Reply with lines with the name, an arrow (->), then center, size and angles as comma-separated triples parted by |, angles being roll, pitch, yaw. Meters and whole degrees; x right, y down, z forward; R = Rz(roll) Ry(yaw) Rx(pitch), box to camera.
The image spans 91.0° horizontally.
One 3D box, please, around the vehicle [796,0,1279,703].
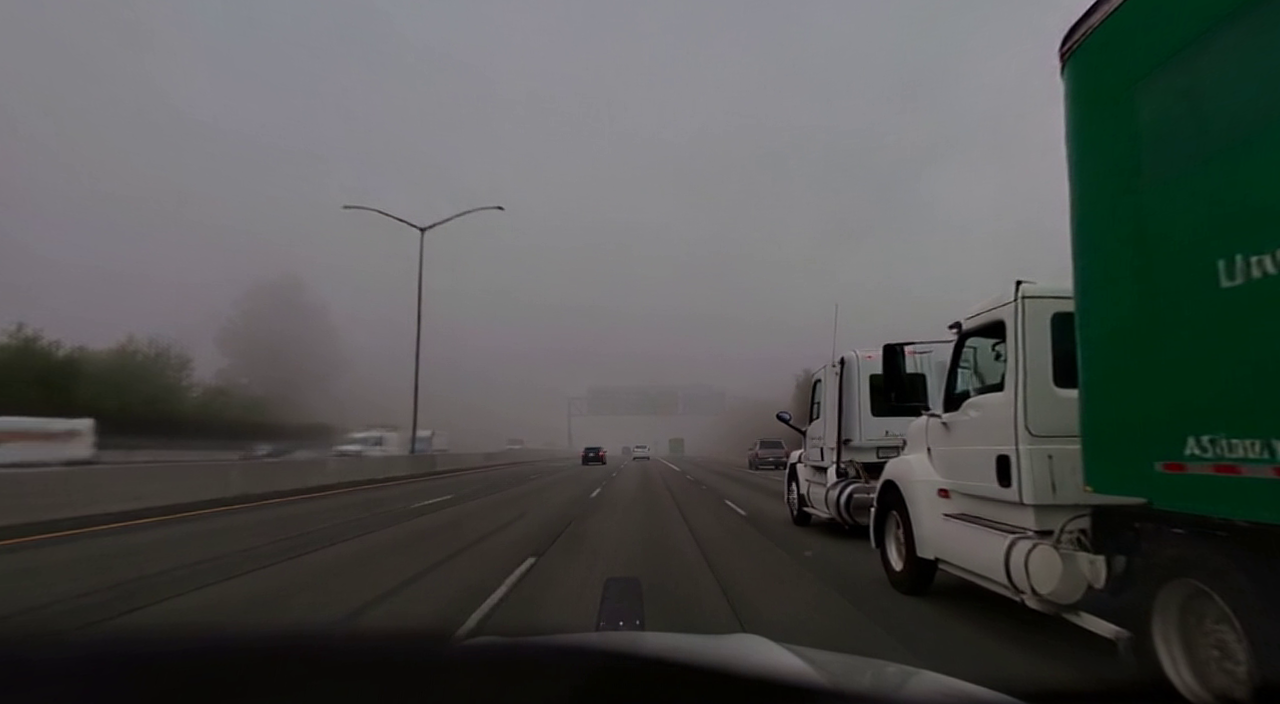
vehicle -> 3.943, -0.315, 2.243 | 2.899, 4.078, 16.430 | 0, -9, 1
